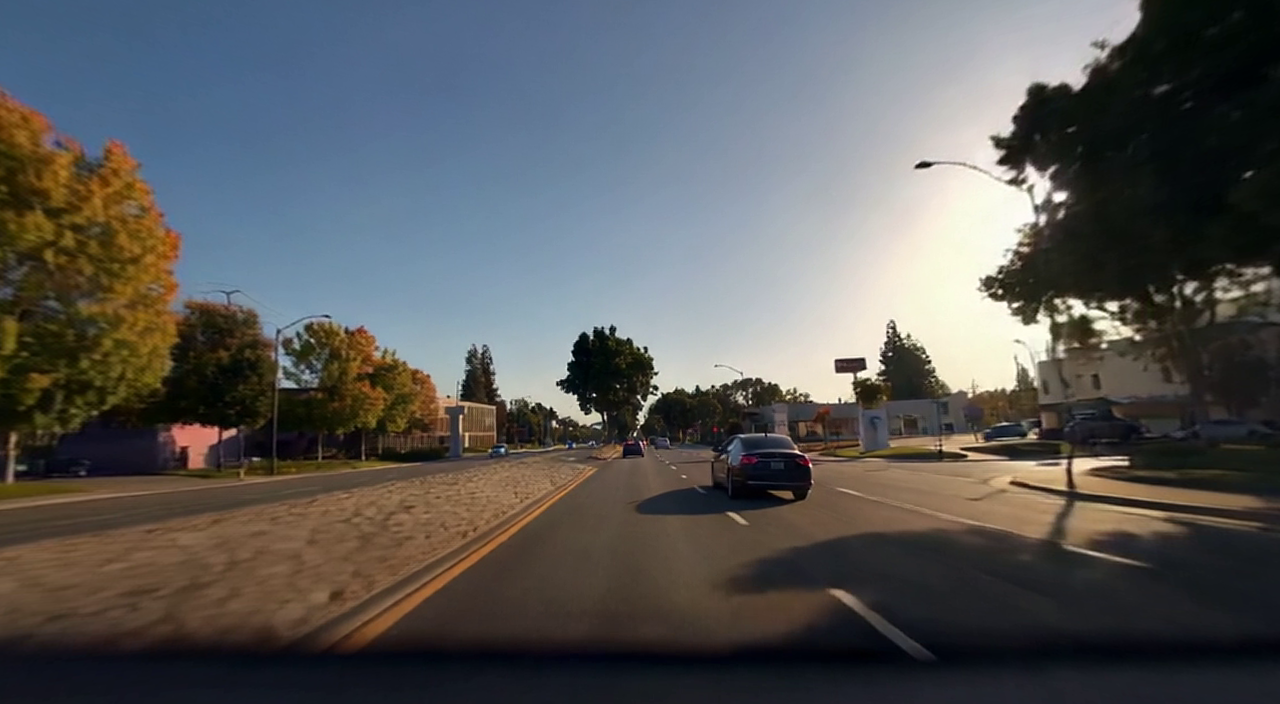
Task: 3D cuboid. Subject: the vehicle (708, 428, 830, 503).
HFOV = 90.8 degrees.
[{"bbox_3d":[3.079,2.825,16.238,1.995,1.616,4.729,1,-8,-2],"label":"vehicle"}]
